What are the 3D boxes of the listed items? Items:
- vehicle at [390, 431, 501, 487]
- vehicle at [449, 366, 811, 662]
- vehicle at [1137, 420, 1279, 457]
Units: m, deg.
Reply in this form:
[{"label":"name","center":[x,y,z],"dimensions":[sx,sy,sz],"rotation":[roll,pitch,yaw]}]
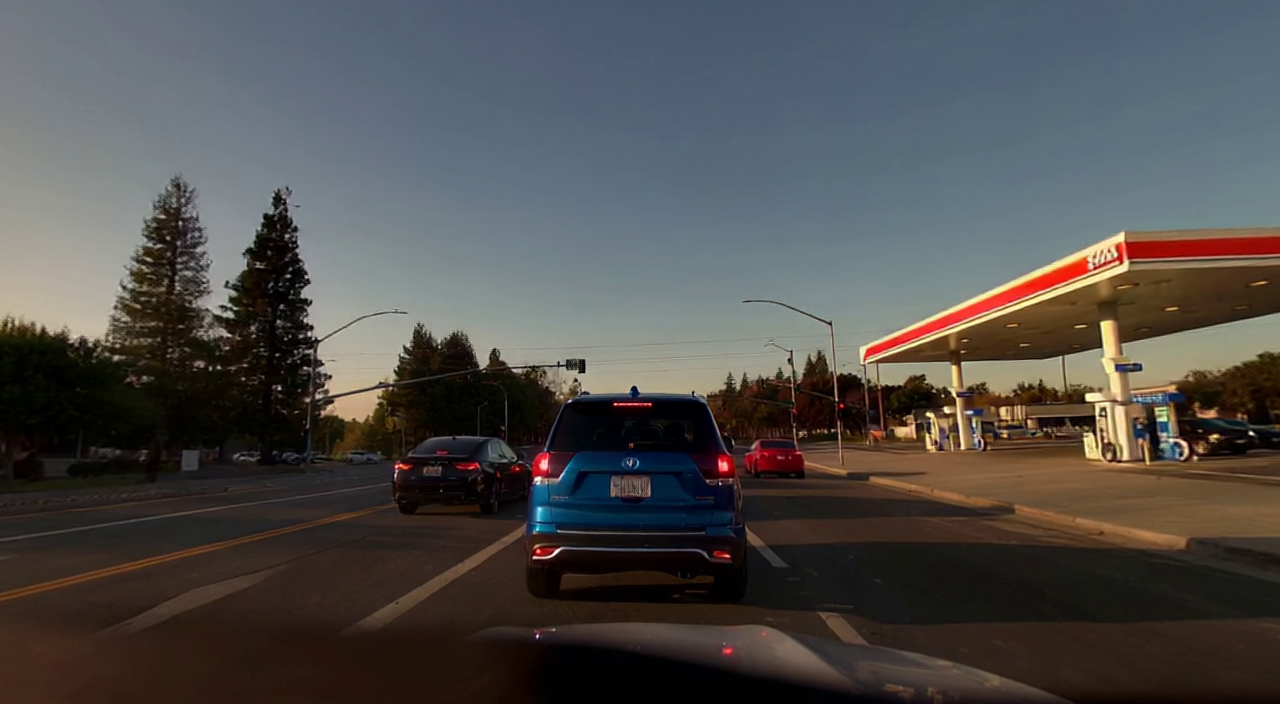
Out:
[{"label":"vehicle","center":[-6.640,3.716,22.175],"dimensions":[2.065,1.753,4.525],"rotation":[-1,-9,6]},{"label":"vehicle","center":[0.017,1.320,6.142],"dimensions":[2.236,1.819,4.291],"rotation":[0,-9,2]},{"label":"vehicle","center":[25.956,3.964,28.781],"dimensions":[4.551,1.616,1.973],"rotation":[-2,-9,11]}]
